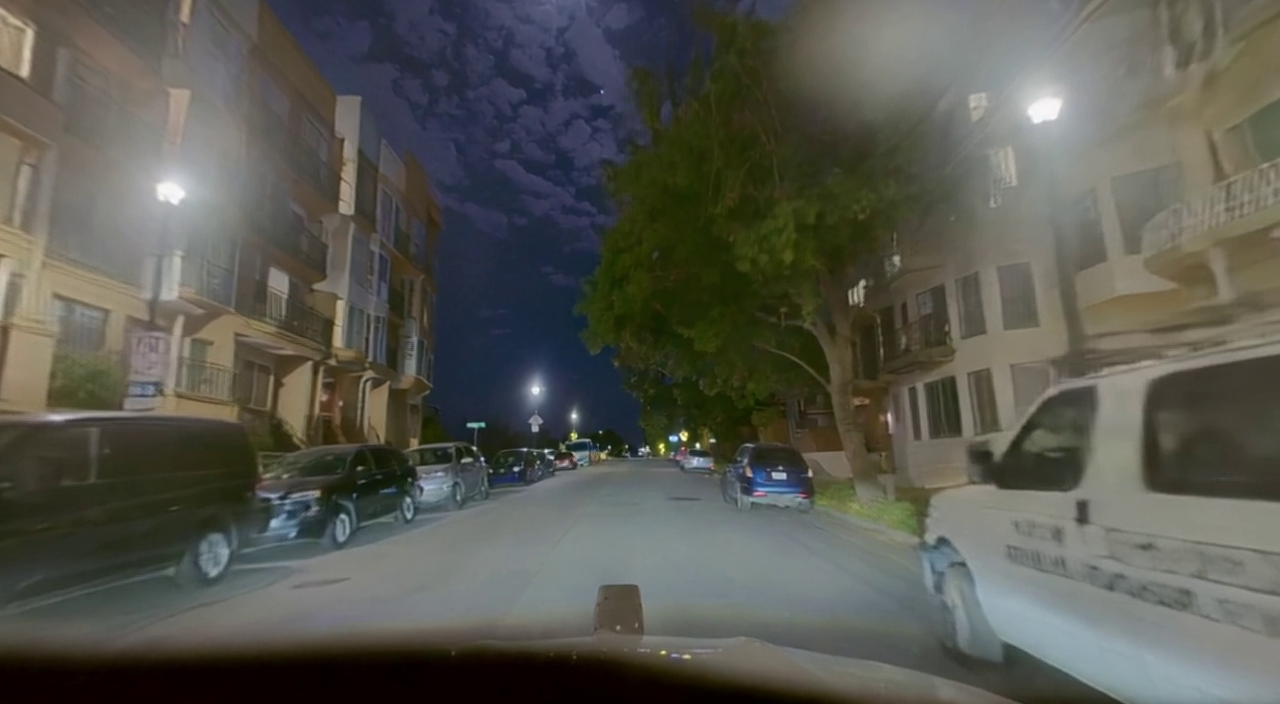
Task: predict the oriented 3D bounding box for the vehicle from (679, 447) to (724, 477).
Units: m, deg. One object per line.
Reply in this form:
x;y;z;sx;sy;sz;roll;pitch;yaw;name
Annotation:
3.161;5.761;33.387;1.835;1.490;4.134;0;-8;-2;vehicle

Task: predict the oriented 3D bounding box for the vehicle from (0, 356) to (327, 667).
-5.426;1.364;5.874;2.196;2.059;5.748;-2;-9;-1;vehicle

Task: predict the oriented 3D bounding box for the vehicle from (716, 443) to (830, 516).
3.034;2.967;15.288;1.903;1.512;3.900;0;-8;0;vehicle

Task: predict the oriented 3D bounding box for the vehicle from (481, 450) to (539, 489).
-5.341;4.851;26.363;1.722;1.491;3.431;0;-8;0;vehicle

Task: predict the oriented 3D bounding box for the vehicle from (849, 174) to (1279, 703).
2.798;0.599;2.140;2.259;2.119;5.281;-1;-2;-2;vehicle
